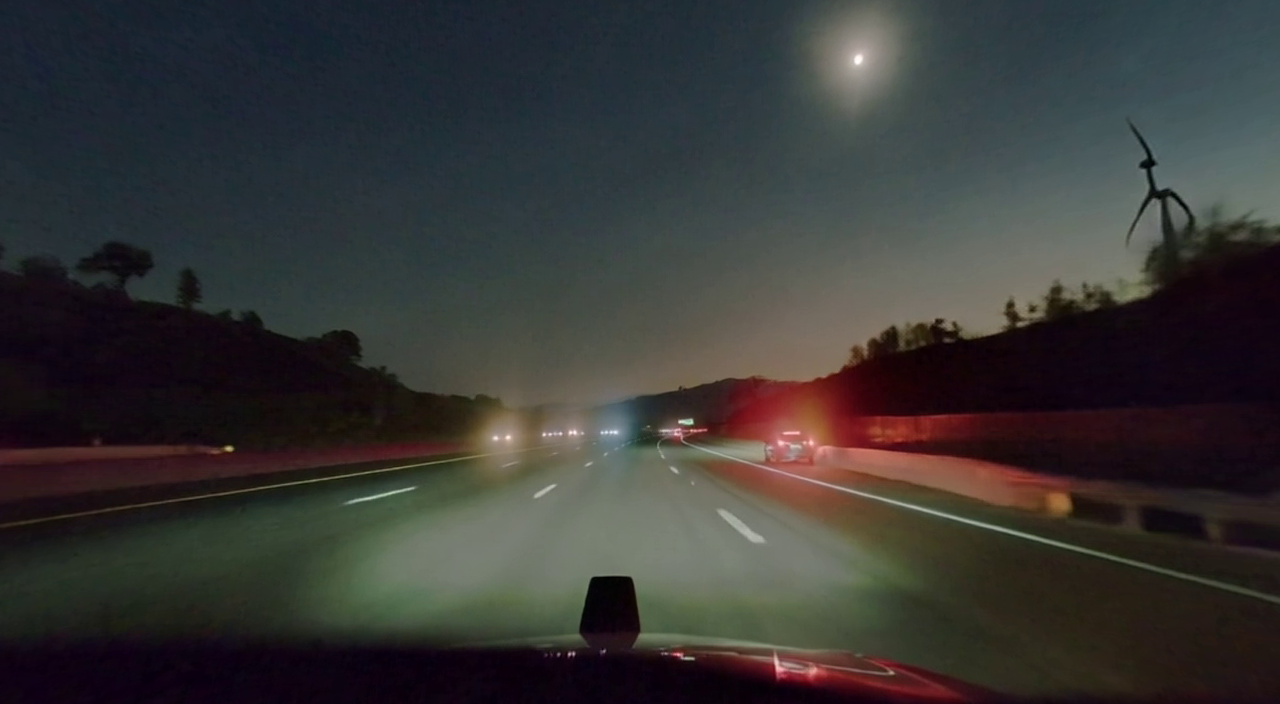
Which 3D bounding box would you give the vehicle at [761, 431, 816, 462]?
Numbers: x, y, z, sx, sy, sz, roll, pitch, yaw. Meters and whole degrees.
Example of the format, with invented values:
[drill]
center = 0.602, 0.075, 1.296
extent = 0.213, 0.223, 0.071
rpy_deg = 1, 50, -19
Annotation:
[vehicle]
center = 7.843, 5.017, 33.602
extent = 1.926, 1.559, 2.968
rpy_deg = 1, -8, -6
